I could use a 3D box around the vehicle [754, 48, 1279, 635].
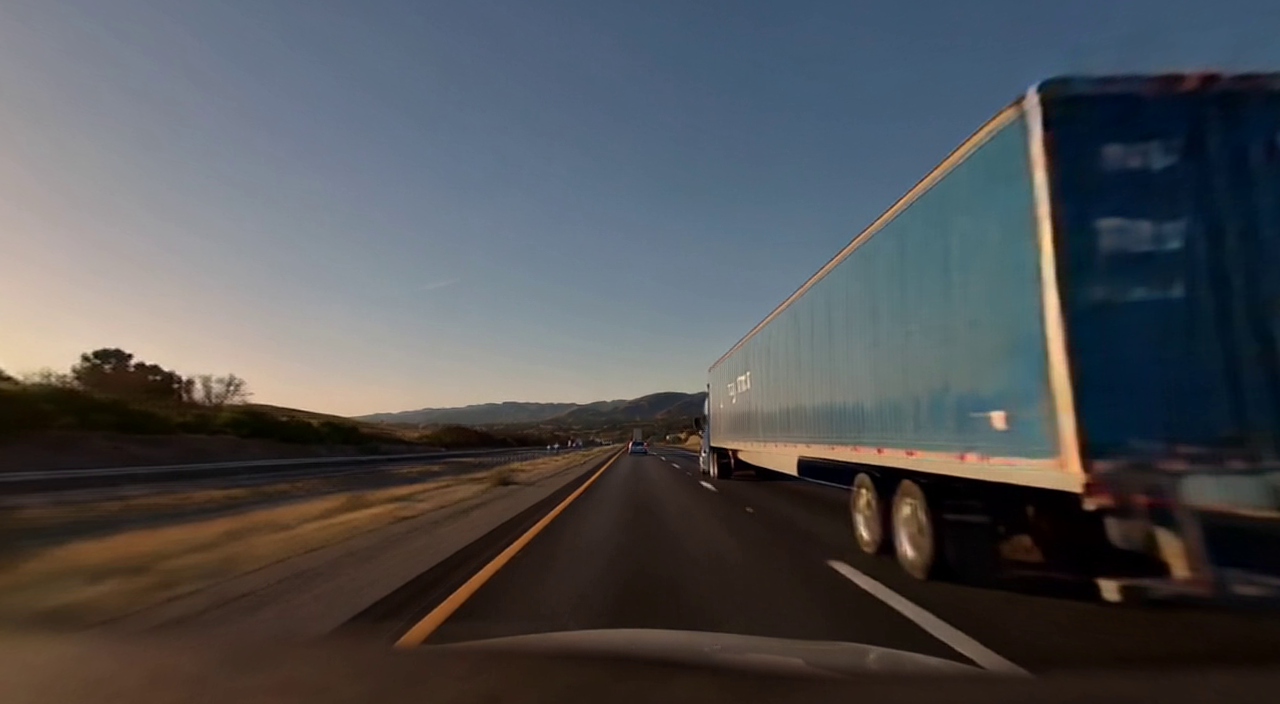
[{"bbox_3d":[4.182,0.467,9.367,3.039,4.342,9.556,-1,-8,-1],"label":"vehicle"}]
